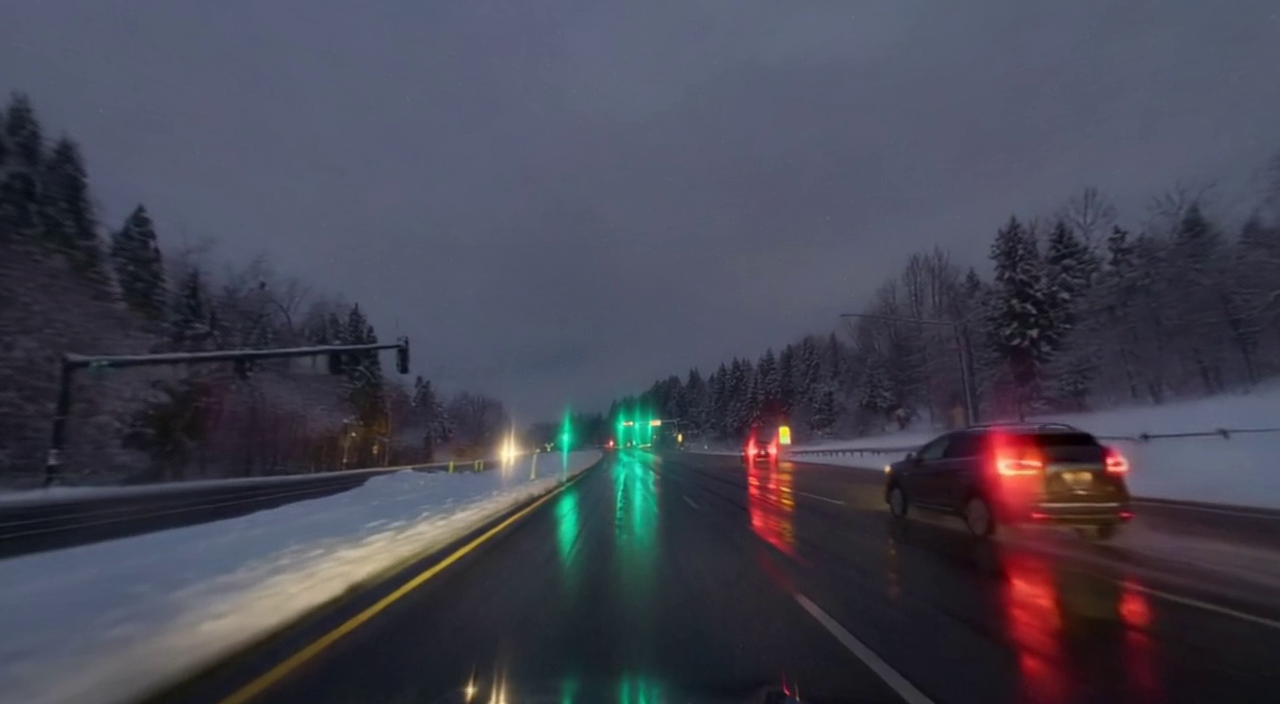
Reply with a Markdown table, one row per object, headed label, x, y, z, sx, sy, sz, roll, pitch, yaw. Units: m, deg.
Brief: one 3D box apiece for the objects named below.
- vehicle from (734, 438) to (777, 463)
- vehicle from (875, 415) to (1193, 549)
| label | x | y | z | sx | sy | sz | roll | pitch | yaw |
| --- | --- | --- | --- | --- | --- | --- | --- | --- | --- |
| vehicle | 8.698 | 7.474 | 47.817 | 2.170 | 1.830 | 4.720 | 0 | -9 | -2 |
| vehicle | 5.881 | 1.992 | 10.359 | 2.066 | 1.683 | 4.675 | 0 | -9 | -2 |
